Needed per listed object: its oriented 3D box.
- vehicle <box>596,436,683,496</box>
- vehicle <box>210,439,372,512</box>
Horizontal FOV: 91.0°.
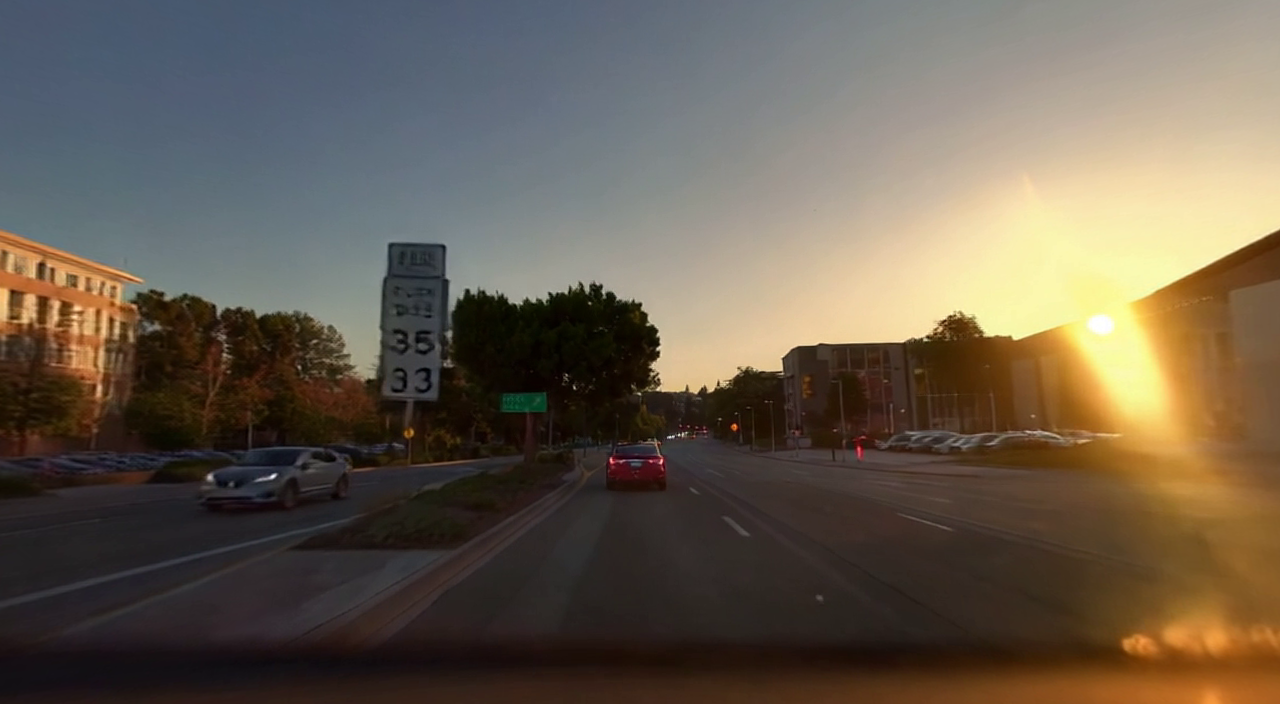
[{"bbox_3d":[-0.055,3.101,17.522,2.126,1.475,3.967,0,-8,-1],"label":"vehicle"},{"bbox_3d":[-9.066,3.165,16.831,1.903,1.476,4.395,-6,-8,-1],"label":"vehicle"}]
